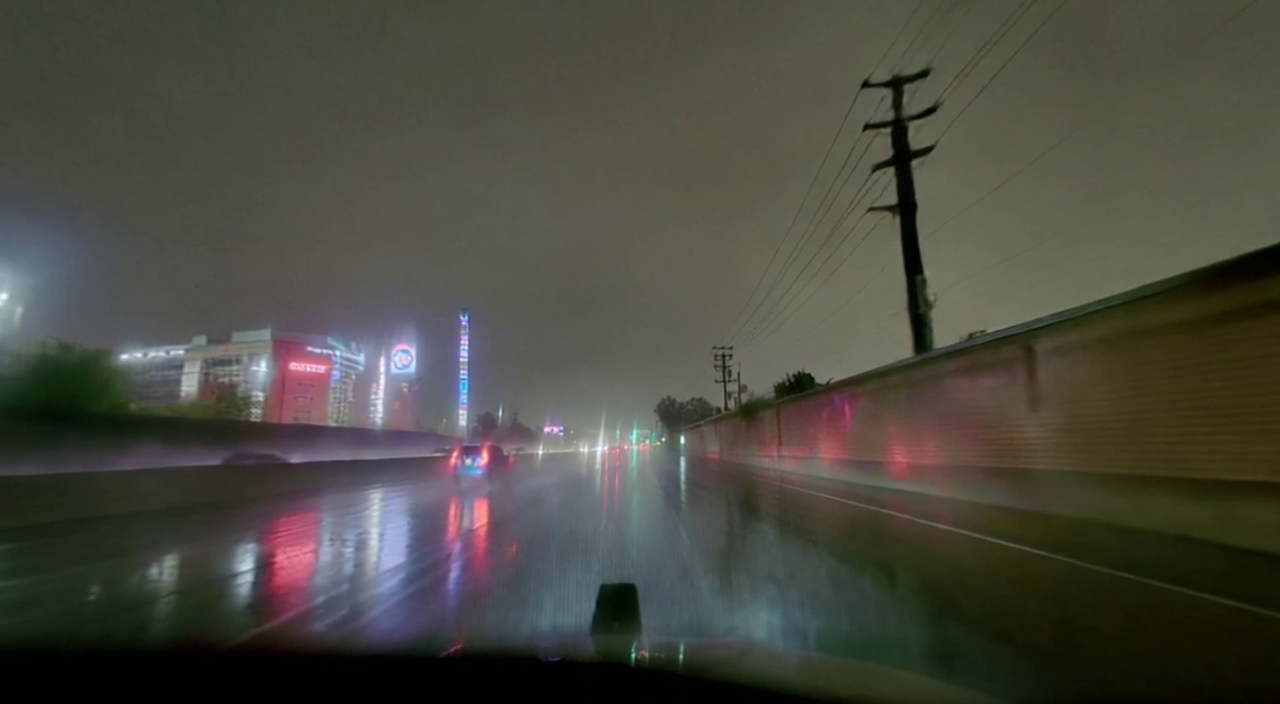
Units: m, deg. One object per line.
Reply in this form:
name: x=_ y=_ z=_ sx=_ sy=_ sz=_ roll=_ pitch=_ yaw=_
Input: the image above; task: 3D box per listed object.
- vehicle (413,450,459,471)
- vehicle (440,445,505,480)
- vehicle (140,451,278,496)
vehicle: x=-14.916 y=7.922 z=46.392 sx=1.820 sy=1.451 sz=4.431 roll=0 pitch=-9 yaw=1
vehicle: x=-7.930 y=5.244 z=30.281 sx=2.013 sy=1.574 sz=3.923 roll=0 pitch=-9 yaw=0
vehicle: x=-15.743 y=4.431 z=23.455 sx=1.918 sy=1.449 sz=4.543 roll=0 pitch=-9 yaw=0
